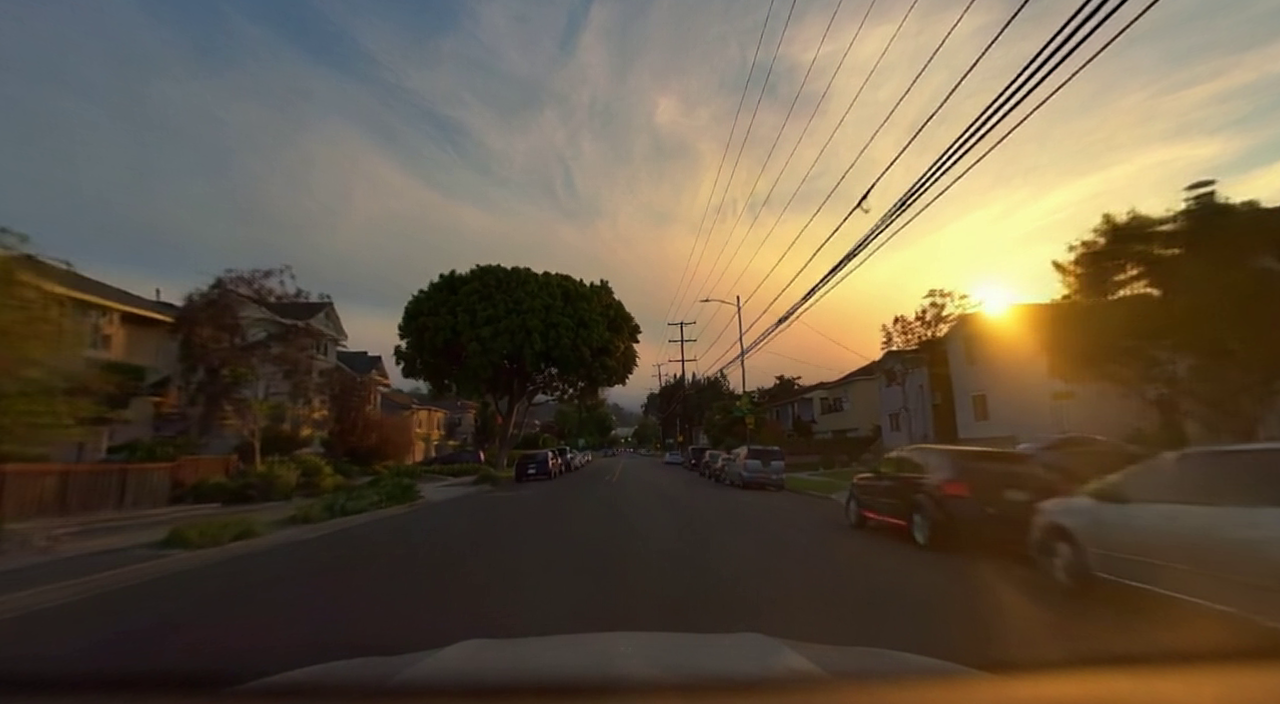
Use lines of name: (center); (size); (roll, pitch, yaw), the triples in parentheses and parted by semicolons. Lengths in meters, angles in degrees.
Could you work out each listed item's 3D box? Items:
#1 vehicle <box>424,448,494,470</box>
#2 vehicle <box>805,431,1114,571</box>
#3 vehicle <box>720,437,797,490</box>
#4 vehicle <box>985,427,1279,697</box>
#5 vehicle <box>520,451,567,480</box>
vehicle: (-13.163, 7.805, 46.249); (4.556, 1.510, 1.843); (0, -9, -2)
vehicle: (4.339, 2.100, 9.897); (1.998, 1.573, 5.318); (0, -9, -1)
vehicle: (4.524, 4.323, 24.829); (2.086, 1.885, 4.323); (0, -9, -1)
vehicle: (4.634, 1.296, 4.153); (1.835, 1.554, 4.870); (0, -9, -2)
vehicle: (-5.443, 6.406, 35.945); (2.031, 1.468, 4.165); (-2, -9, 0)
